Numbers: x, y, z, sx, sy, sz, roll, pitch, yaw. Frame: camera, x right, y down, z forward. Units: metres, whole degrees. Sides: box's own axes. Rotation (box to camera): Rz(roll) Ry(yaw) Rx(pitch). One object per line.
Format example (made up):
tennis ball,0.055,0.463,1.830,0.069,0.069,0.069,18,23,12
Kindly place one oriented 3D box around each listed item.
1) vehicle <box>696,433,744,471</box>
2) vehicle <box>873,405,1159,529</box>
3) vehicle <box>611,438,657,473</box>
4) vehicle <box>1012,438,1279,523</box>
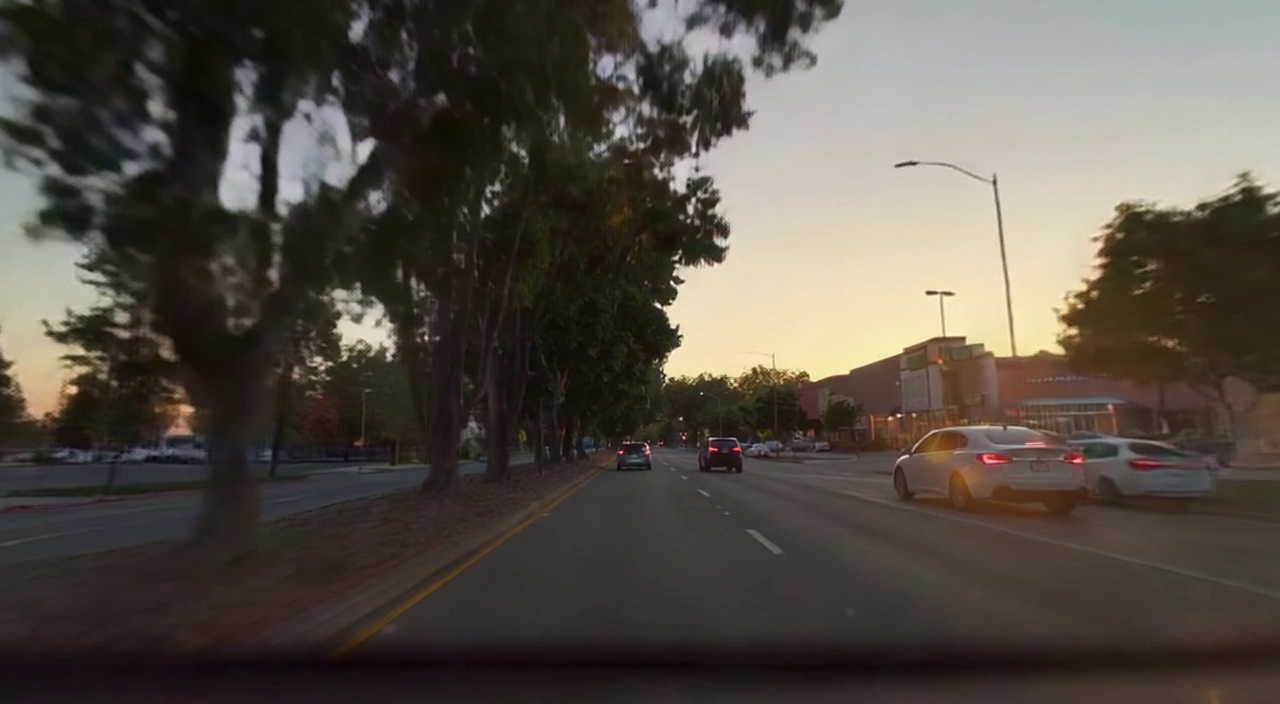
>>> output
vehicle,4.131,5.252,33.256,1.955,1.845,4.538,0,-8,1
vehicle,6.935,2.219,12.767,2.240,1.923,5.678,0,-8,0
vehicle,-0.266,4.958,30.395,2.037,1.568,3.693,0,-8,0
vehicle,10.427,2.609,13.511,1.898,1.475,4.860,0,-8,-1
